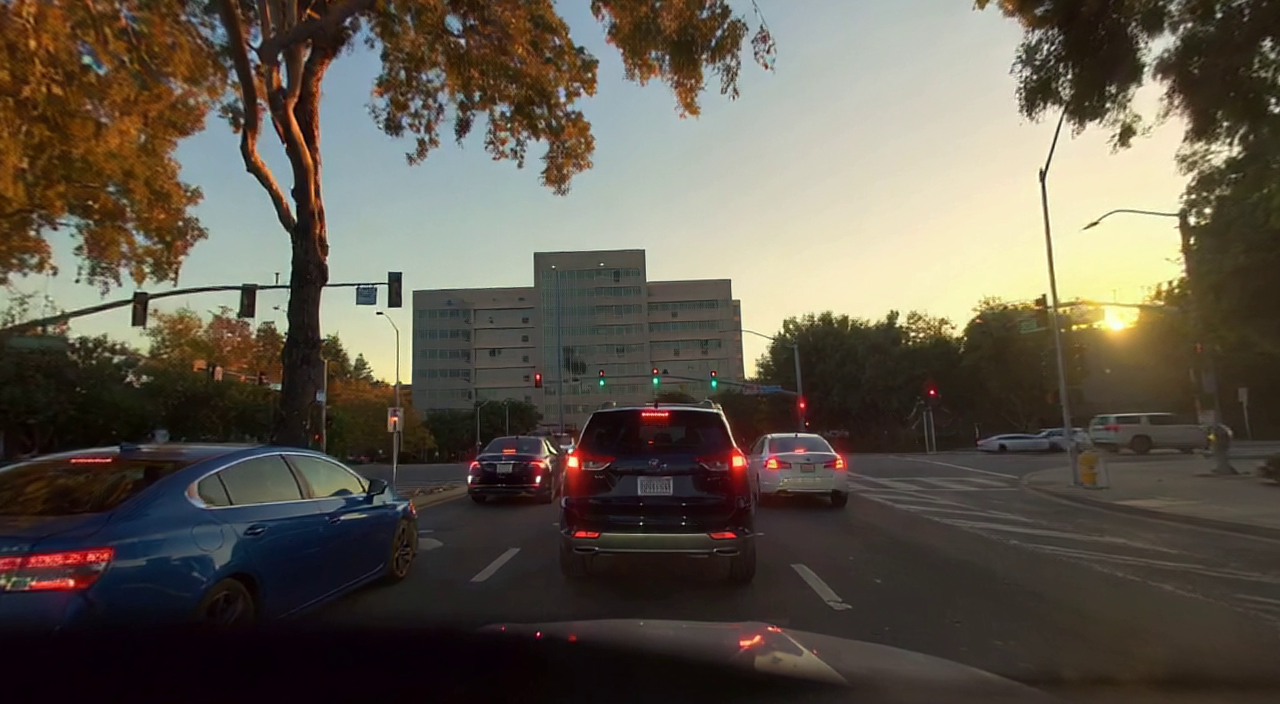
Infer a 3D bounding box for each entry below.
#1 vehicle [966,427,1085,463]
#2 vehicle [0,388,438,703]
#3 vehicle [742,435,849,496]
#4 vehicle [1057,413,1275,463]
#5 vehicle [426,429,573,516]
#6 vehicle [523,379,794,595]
[{"bbox_3d":[17.513,4.254,28.858,4.026,1.573,2.271,-2,-9,11],"label":"vehicle"},{"bbox_3d":[-3.218,1.193,4.386,1.958,1.494,4.624,0,-8,2],"label":"vehicle"},{"bbox_3d":[4.109,3.058,17.334,1.979,1.453,4.011,0,-8,1],"label":"vehicle"},{"bbox_3d":[23.078,3.816,28.031,6.879,1.984,2.808,-2,-7,7],"label":"vehicle"},{"bbox_3d":[-2.678,2.394,13.054,1.851,1.502,4.042,0,-8,4],"label":"vehicle"},{"bbox_3d":[0.211,1.465,7.635,2.300,1.832,4.331,0,-8,2],"label":"vehicle"}]
